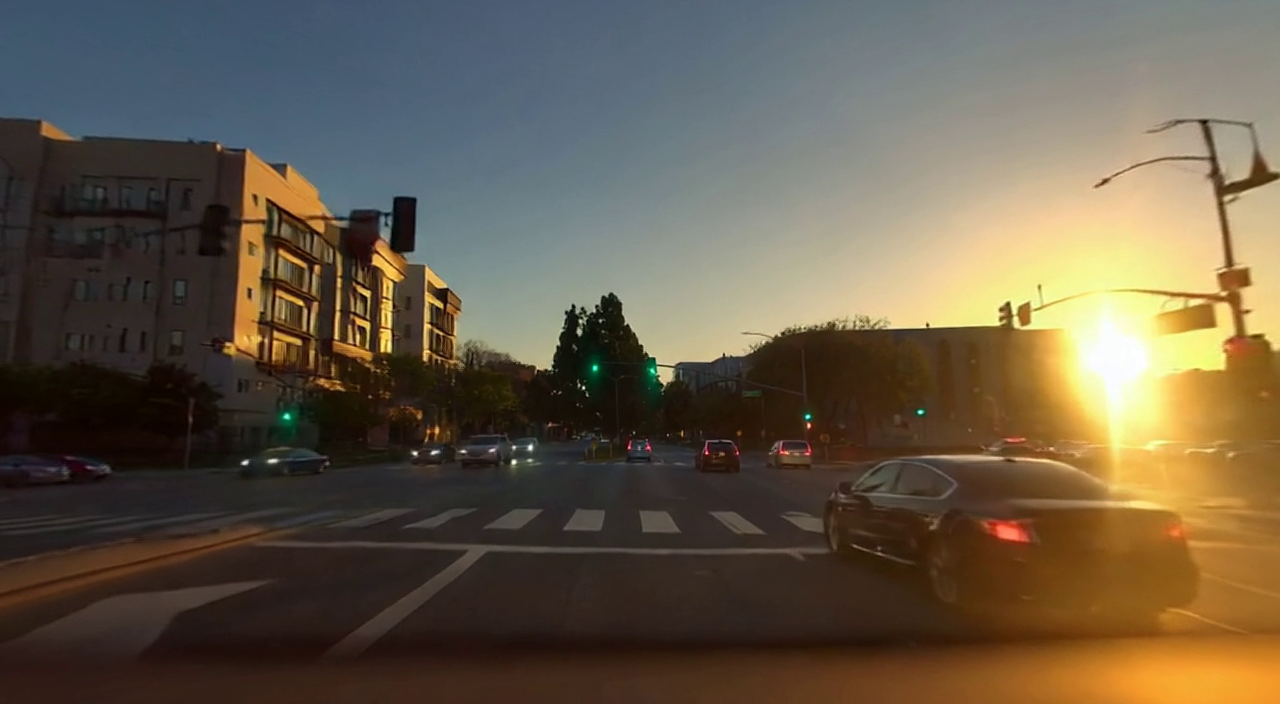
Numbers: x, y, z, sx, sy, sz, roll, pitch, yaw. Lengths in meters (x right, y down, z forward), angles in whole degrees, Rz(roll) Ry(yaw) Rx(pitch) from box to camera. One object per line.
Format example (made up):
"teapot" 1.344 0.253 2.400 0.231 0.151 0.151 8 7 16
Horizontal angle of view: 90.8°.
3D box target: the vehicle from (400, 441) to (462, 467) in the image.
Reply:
"vehicle" -12.344 6.049 37.660 2.181 1.440 4.253 0 -8 1

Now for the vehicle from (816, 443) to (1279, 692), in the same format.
"vehicle" 3.286 1.503 5.707 2.080 1.321 4.382 0 -8 -1

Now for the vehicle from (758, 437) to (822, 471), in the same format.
"vehicle" 7.046 4.815 30.183 1.861 1.473 4.393 0 -8 -2

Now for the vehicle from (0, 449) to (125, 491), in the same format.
"vehicle" -23.502 4.587 24.846 4.751 1.501 2.147 -1 -8 5

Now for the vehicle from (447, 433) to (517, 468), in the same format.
"vehicle" -8.538 5.389 34.675 2.590 1.769 4.827 0 -8 1

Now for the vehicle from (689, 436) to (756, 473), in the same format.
"vehicle" 3.534 4.475 27.901 2.226 1.490 4.593 0 -8 -2

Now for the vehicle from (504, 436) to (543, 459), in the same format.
"vehicle" -8.995 7.444 49.269 2.160 1.689 4.451 0 -8 1

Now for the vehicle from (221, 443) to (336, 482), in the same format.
"vehicle" -15.359 4.679 27.201 2.144 1.463 4.701 0 -8 1

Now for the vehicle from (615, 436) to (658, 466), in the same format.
"vehicle" -0.181 5.244 33.556 2.143 1.480 4.006 0 -8 -1
